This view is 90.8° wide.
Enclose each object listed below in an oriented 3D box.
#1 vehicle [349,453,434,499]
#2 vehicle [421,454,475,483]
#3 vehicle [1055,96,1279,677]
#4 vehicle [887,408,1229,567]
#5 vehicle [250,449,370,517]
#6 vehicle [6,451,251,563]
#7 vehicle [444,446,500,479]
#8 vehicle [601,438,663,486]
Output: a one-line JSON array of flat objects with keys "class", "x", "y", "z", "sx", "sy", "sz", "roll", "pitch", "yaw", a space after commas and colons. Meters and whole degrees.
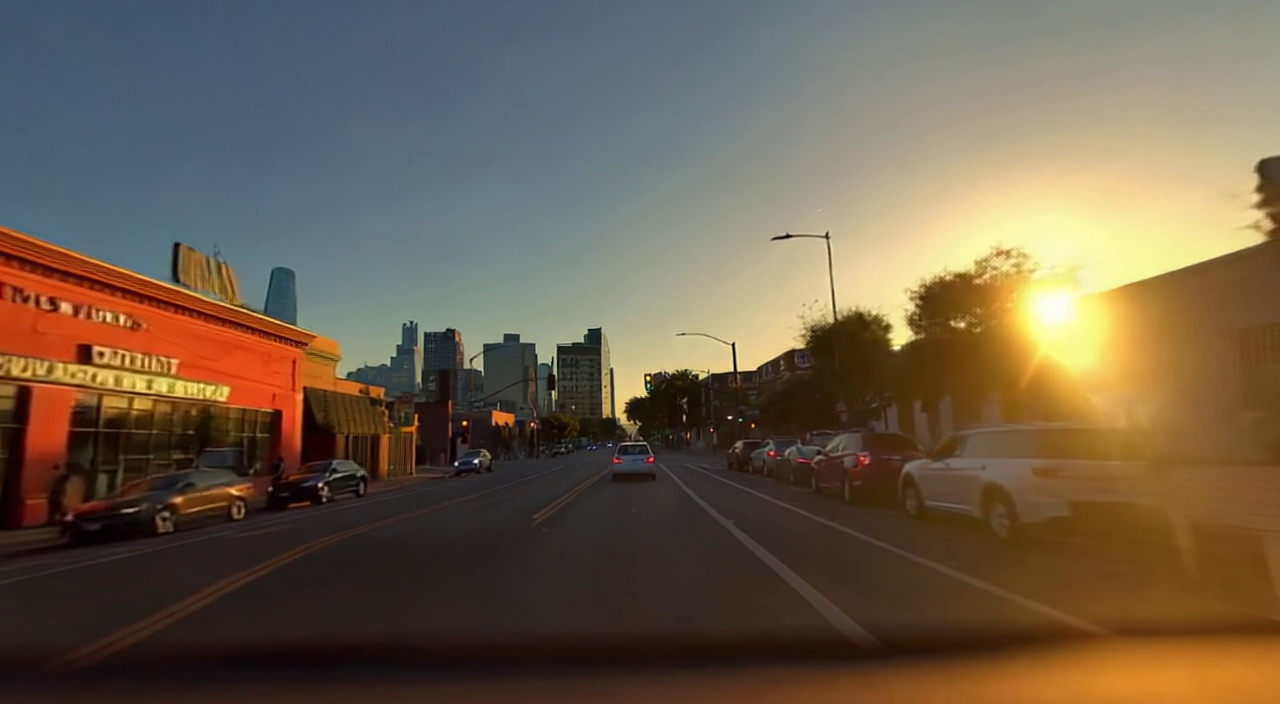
[{"class": "vehicle", "x": -11.232, "y": 5.594, "z": 28.929, "sx": 1.920, "sy": 1.498, "sz": 4.591, "roll": -5, "pitch": -6, "yaw": 1}, {"class": "vehicle", "x": -11.224, "y": 6.813, "z": 37.254, "sx": 1.868, "sy": 1.502, "sz": 4.626, "roll": 0, "pitch": -8, "yaw": -2}, {"class": "vehicle", "x": 5.422, "y": -0.050, "z": 2.142, "sx": 2.893, "sy": 3.553, "sz": 7.295, "roll": 0, "pitch": -8, "yaw": 0}, {"class": "vehicle", "x": 5.678, "y": 1.883, "z": 9.579, "sx": 1.950, "sy": 1.788, "sz": 4.658, "roll": 0, "pitch": -8, "yaw": 0}, {"class": "vehicle", "x": -11.450, "y": 4.499, "z": 22.333, "sx": 1.872, "sy": 1.731, "sz": 4.656, "roll": -4, "pitch": -6, "yaw": -2}, {"class": "vehicle", "x": -11.259, "y": 3.339, "z": 14.404, "sx": 2.055, "sy": 1.685, "sz": 4.370, "roll": -5, "pitch": -5, "yaw": -1}, {"class": "vehicle", "x": -11.420, "y": 7.503, "z": 43.475, "sx": 2.240, "sy": 2.052, "sz": 5.872, "roll": 0, "pitch": -8, "yaw": 0}, {"class": "vehicle", "x": -0.305, "y": 4.030, "z": 23.539, "sx": 2.086, "sy": 1.575, "sz": 4.205, "roll": 0, "pitch": -8, "yaw": -1}]
